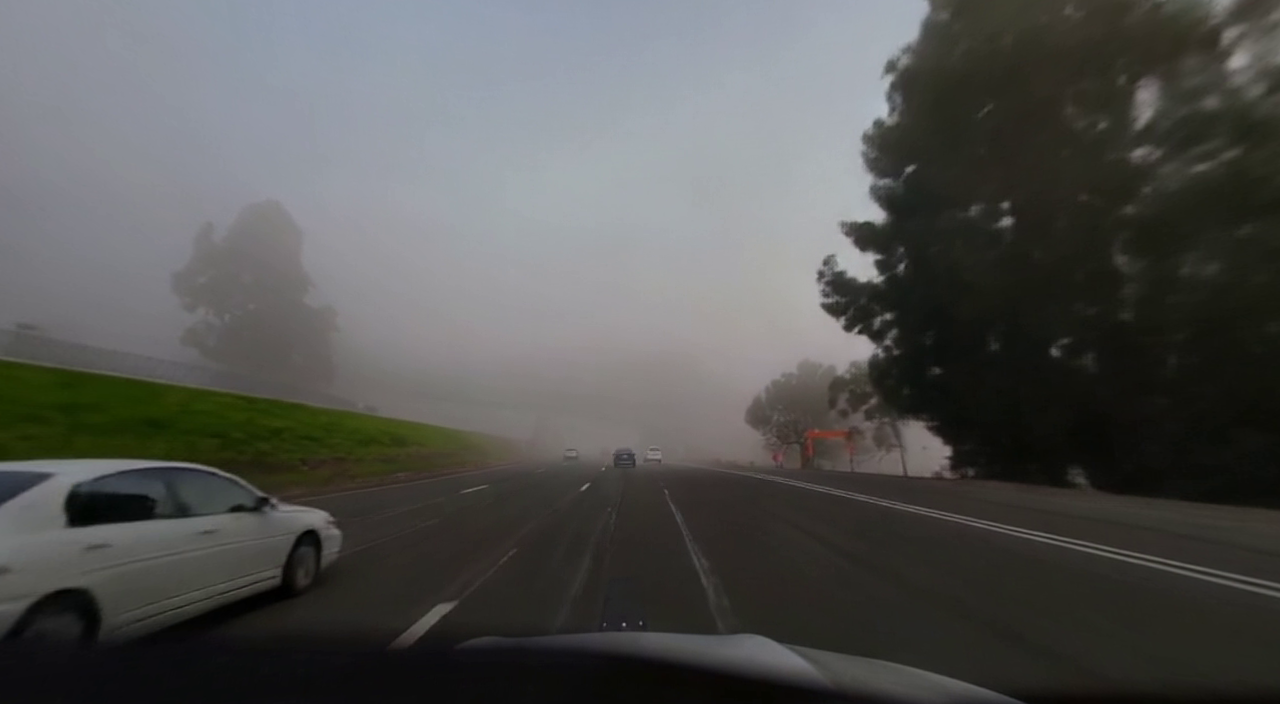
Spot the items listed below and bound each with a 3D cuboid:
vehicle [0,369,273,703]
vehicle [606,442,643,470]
[{"bbox_3d":[-3.840,0.848,2.299,2.114,1.650,4.730,0,-8,0],"label":"vehicle"},{"bbox_3d":[-1.126,7.067,43.043,2.328,1.805,4.502,0,-8,-3],"label":"vehicle"}]
